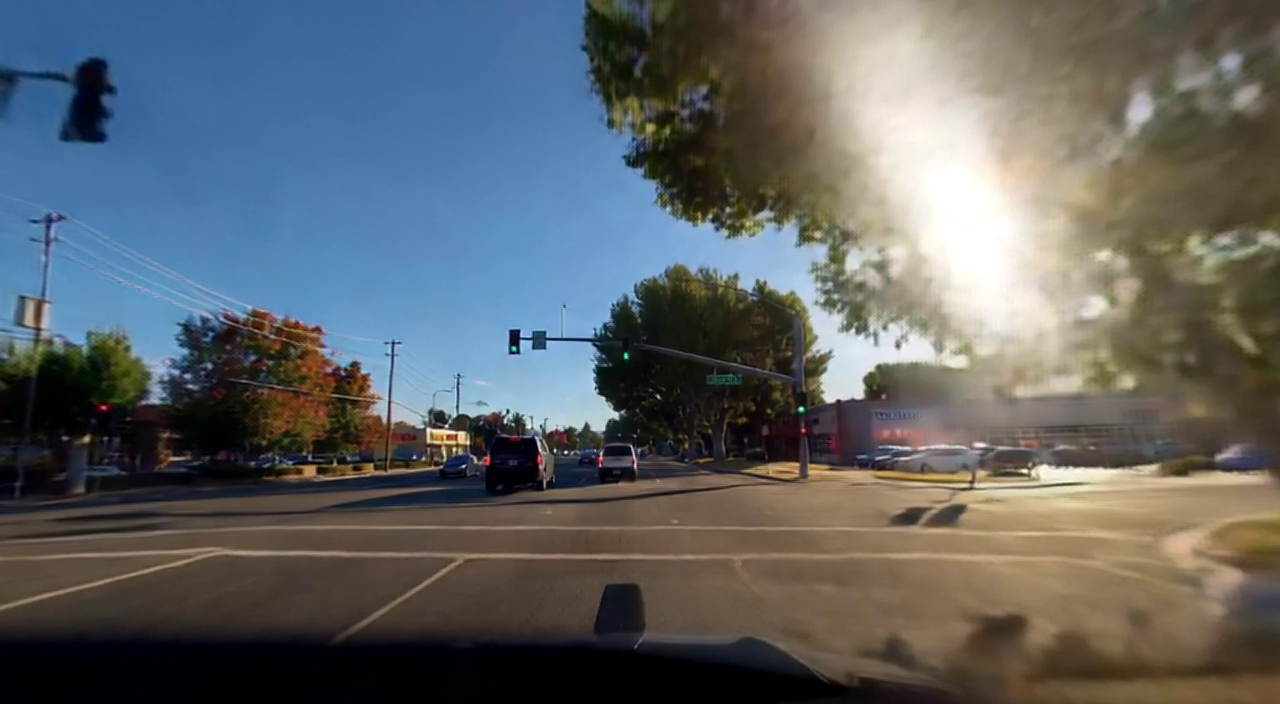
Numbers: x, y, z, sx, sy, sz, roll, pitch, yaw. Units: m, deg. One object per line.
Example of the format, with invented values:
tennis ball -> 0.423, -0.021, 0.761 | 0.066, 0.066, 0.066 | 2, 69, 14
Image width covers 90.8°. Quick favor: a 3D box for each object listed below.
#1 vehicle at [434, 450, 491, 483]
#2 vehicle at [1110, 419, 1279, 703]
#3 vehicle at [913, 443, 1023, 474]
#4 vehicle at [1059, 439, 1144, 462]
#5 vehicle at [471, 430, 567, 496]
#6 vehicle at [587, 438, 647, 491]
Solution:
vehicle -> -9.404, 6.061, 33.766 | 1.867, 1.427, 4.371 | -3, -8, -1
vehicle -> 3.584, 0.775, 1.030 | 2.207, 1.447, 4.418 | 0, -9, 0
vehicle -> 18.877, 6.140, 36.542 | 5.209, 1.743, 2.081 | 0, -9, -1
vehicle -> 31.521, 6.727, 43.205 | 4.347, 1.457, 1.785 | 0, -9, 0
vehicle -> -4.028, 3.810, 22.185 | 2.252, 1.999, 5.605 | 0, -8, 0
vehicle -> -0.812, 4.156, 23.702 | 2.061, 1.809, 4.141 | 0, -9, -1
